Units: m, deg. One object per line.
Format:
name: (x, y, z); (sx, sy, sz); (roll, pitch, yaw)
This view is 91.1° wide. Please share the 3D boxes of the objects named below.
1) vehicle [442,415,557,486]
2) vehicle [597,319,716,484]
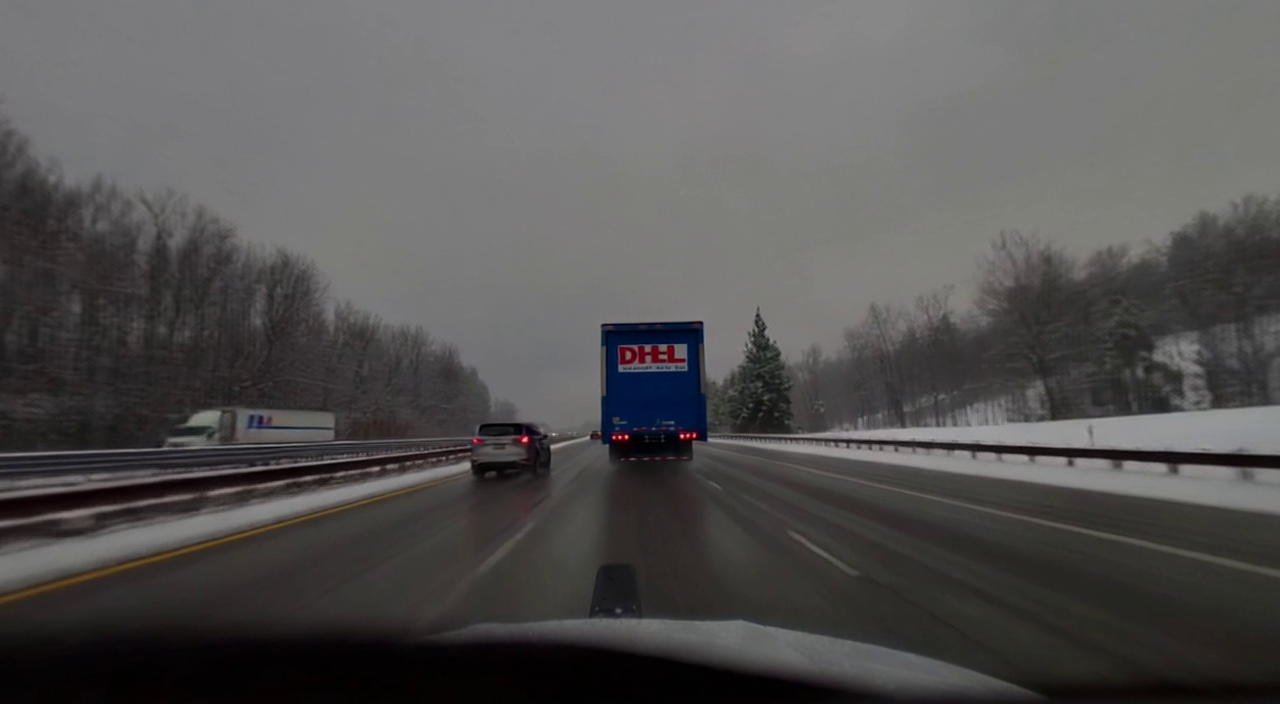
vehicle: (-3.949, 2.867, 18.738); (2.394, 1.787, 5.186); (0, -8, -2)
vehicle: (0.271, 1.823, 20.479); (3.011, 4.211, 8.926); (0, -8, -2)
